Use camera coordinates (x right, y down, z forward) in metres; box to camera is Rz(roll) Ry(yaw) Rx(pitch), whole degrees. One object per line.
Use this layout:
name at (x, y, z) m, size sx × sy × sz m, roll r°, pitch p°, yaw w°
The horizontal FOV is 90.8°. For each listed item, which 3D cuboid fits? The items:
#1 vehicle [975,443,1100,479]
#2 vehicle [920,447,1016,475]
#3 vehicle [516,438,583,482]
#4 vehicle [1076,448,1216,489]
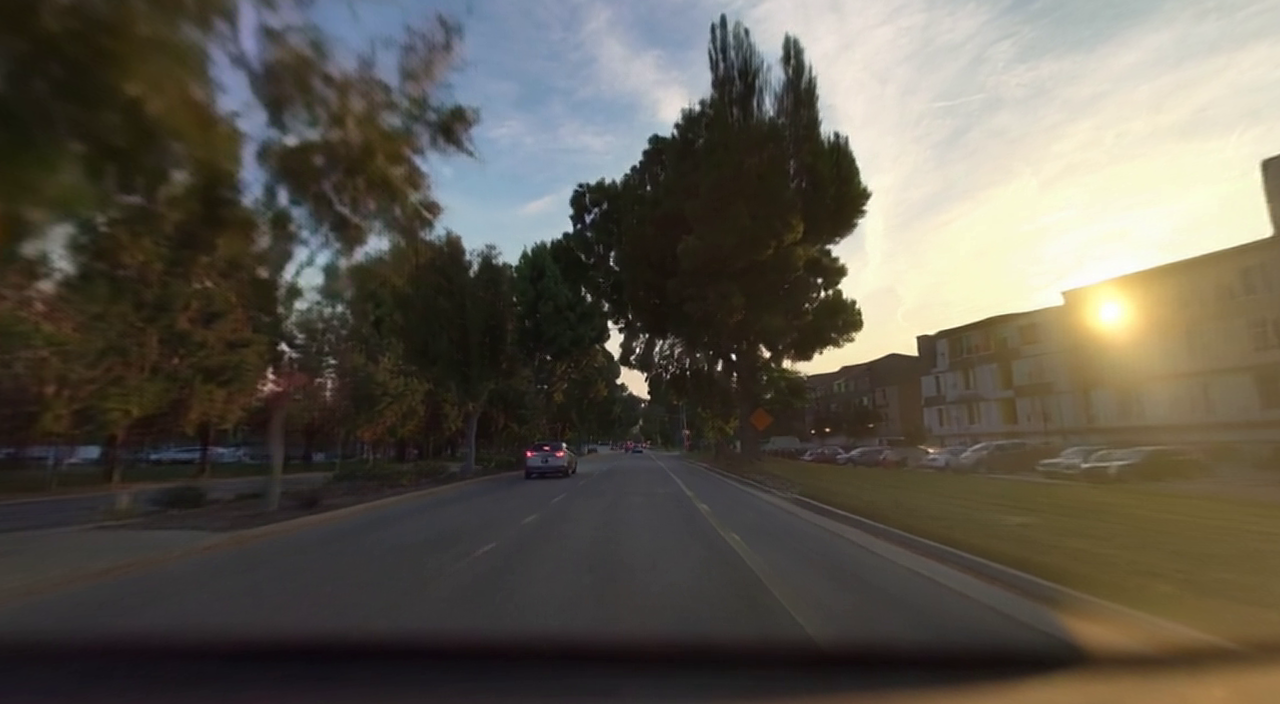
vehicle at (18.488, 5.042, 29.520) m, size 4.520 × 1.557 × 2.056 m, roll 1°, pitch -8°, yaw -7°
vehicle at (17.840, 5.911, 34.440) m, size 4.230 × 1.384 × 1.882 m, roll 1°, pitch -8°, yaw -7°
vehicle at (-3.458, 4.193, 24.911) m, size 2.030 × 1.550 × 3.925 m, roll 0°, pitch -8°, yaw 1°
vehicle at (19.396, 4.446, 24.307) m, size 3.870 × 1.459 × 1.869 m, roll 0°, pitch -8°, yaw -5°
